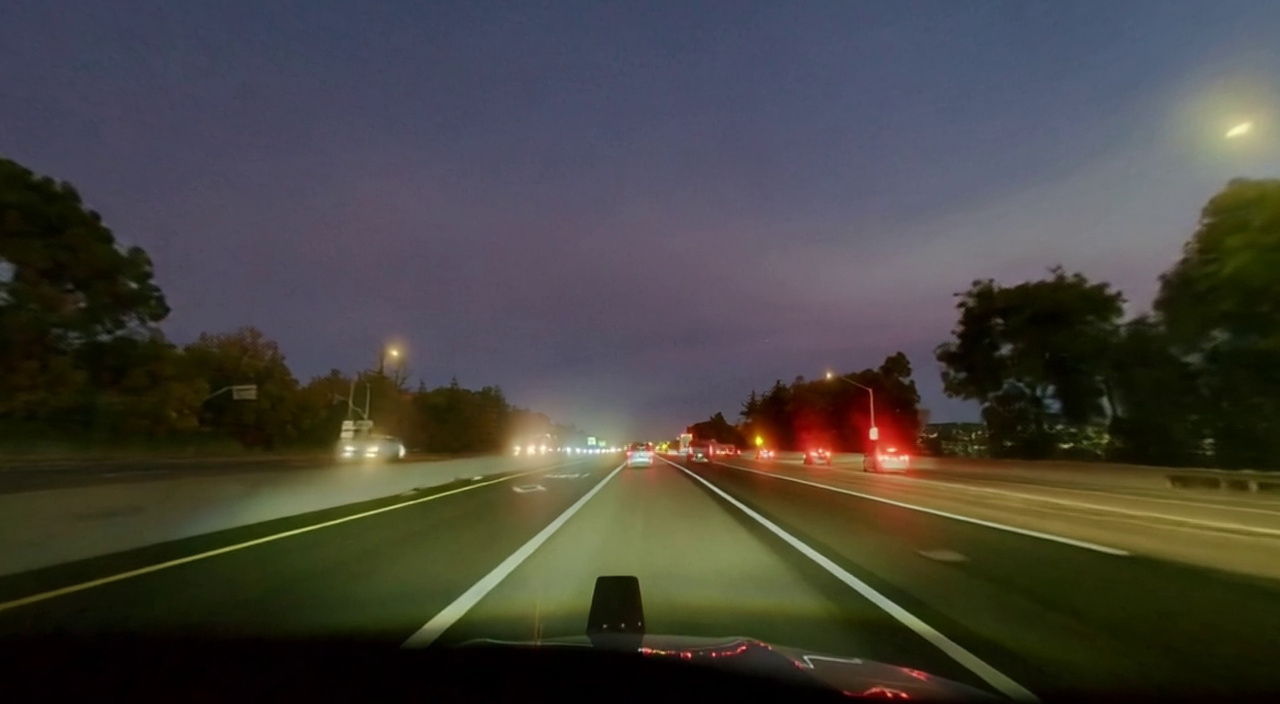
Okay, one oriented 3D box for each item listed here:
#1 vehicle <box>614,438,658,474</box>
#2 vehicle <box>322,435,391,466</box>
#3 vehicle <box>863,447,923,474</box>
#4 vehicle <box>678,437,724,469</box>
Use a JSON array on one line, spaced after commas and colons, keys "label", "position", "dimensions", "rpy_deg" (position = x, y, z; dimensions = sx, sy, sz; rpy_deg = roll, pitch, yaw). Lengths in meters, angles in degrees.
[{"label": "vehicle", "position": [-0.182, 5.369, 32.707], "dimensions": [2.105, 1.711, 4.293], "rpy_deg": [0, -8, 0]}, {"label": "vehicle", "position": [-17.981, 6.258, 40.263], "dimensions": [2.130, 1.820, 4.797], "rpy_deg": [0, -9, 0]}, {"label": "vehicle", "position": [14.996, 6.415, 37.634], "dimensions": [1.872, 1.459, 4.502], "rpy_deg": [0, -9, 2]}, {"label": "vehicle", "position": [4.038, 6.854, 43.105], "dimensions": [2.505, 2.020, 5.532], "rpy_deg": [0, -9, -1]}]
